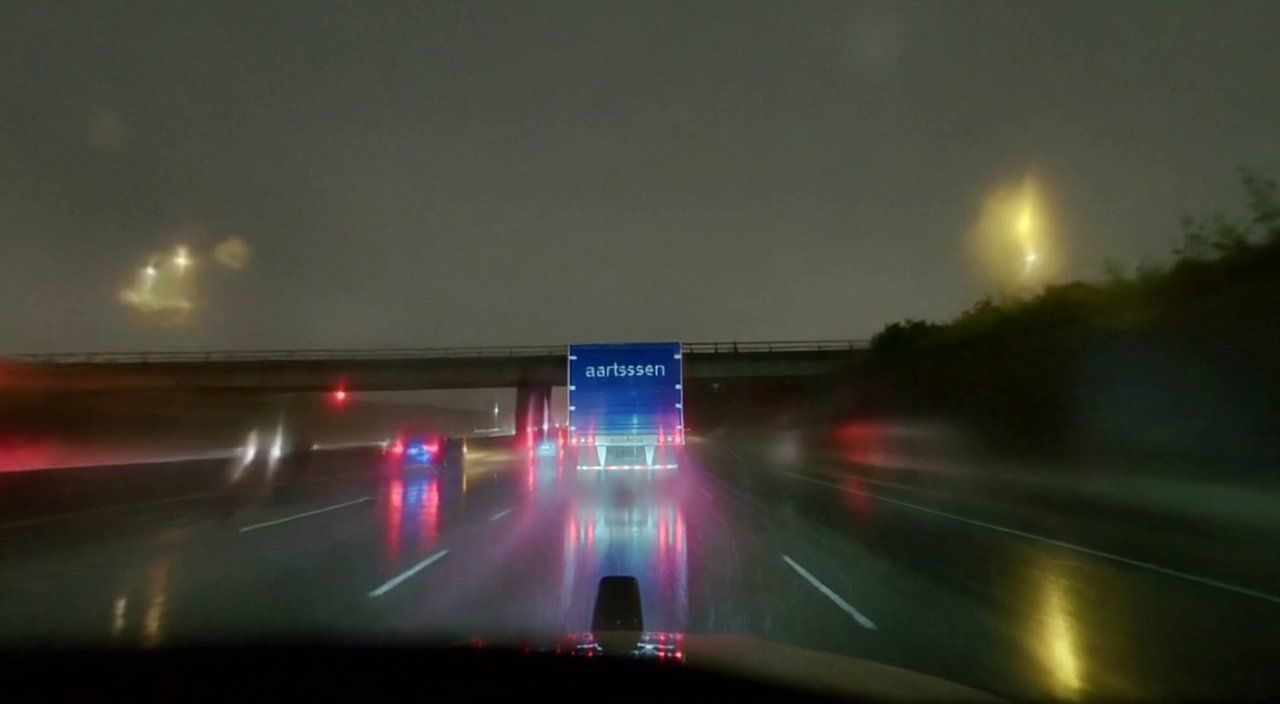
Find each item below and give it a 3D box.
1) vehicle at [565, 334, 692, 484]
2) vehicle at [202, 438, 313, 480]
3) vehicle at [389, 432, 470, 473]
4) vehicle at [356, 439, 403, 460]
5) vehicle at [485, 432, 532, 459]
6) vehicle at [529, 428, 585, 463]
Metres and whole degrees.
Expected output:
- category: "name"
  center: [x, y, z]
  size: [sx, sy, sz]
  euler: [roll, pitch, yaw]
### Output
- category: "vehicle"
  center: [-0.400, 2.253, 22.683]
  size: [3.442, 4.106, 10.719]
  euler: [0, -8, -1]
- category: "vehicle"
  center: [-16.098, 4.478, 26.764]
  size: [1.927, 1.633, 4.459]
  euler: [0, -8, 0]
- category: "vehicle"
  center: [-8.410, 4.034, 25.499]
  size: [1.940, 1.488, 3.976]
  euler: [0, -8, 0]
- category: "vehicle"
  center: [-20.043, 7.495, 48.480]
  size: [1.829, 1.546, 4.004]
  euler: [0, -8, 1]
- category: "vehicle"
  center: [-8.134, 5.811, 39.382]
  size: [1.981, 1.574, 4.561]
  euler: [0, -8, 0]
- category: "vehicle"
  center: [-4.206, 4.823, 32.746]
  size: [2.168, 1.671, 4.888]
  euler: [0, -8, 1]
